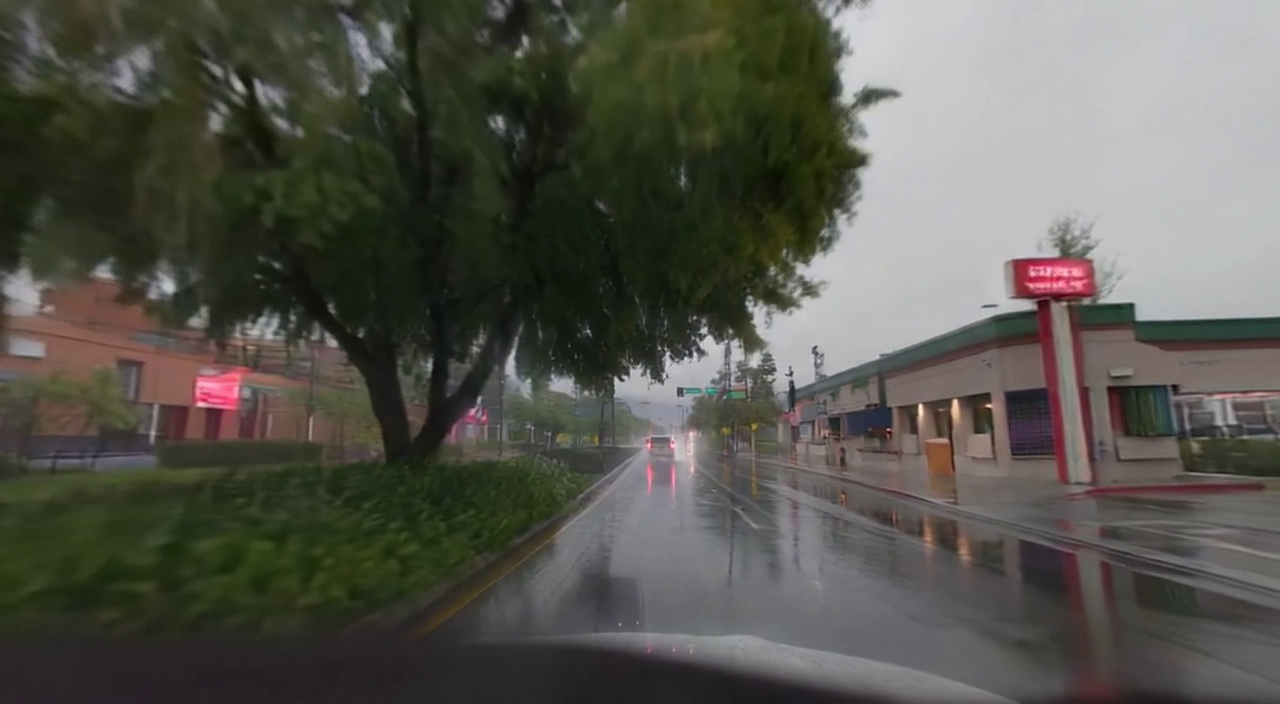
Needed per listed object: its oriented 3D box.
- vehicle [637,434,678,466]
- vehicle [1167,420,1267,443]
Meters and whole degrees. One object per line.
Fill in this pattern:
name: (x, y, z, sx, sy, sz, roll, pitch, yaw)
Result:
vehicle: (1.073, 5.675, 36.700, 2.235, 1.719, 4.292, 0, -8, 3)
vehicle: (37.869, 5.255, 41.395, 4.637, 1.477, 1.823, 0, -8, 3)
